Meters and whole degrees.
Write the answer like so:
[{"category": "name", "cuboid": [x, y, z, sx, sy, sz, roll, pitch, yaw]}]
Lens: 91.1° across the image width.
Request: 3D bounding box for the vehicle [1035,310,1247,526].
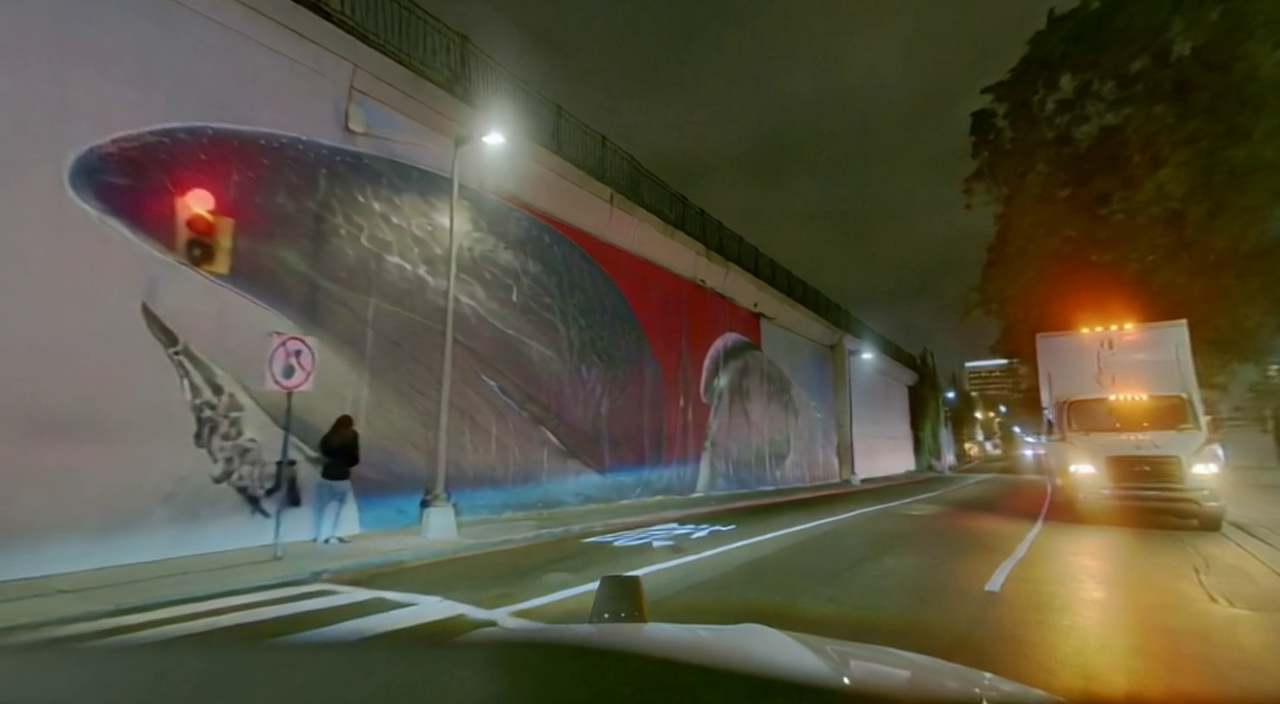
[{"category": "vehicle", "cuboid": [12.189, 1.819, 15.971, 2.849, 3.893, 9.347, -6, -10, 34]}]
